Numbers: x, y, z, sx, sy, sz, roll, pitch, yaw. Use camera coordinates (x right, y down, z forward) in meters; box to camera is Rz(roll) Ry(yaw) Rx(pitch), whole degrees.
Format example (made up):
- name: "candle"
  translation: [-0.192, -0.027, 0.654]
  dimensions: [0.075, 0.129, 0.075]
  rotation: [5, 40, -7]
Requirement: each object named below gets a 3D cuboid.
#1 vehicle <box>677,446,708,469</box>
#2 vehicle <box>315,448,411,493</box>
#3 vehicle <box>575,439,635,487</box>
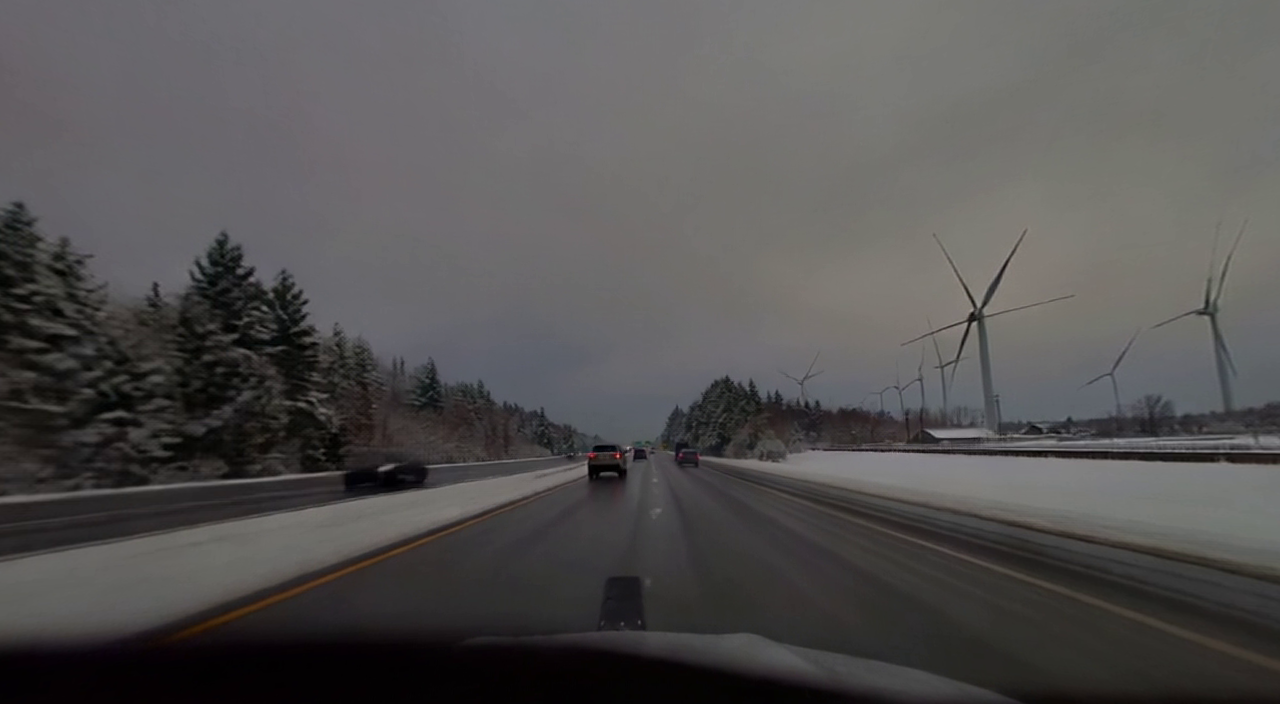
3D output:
- name: "vehicle"
  translation: [4.048, 8.269, 49.413]
  dimensions: [2.040, 1.721, 4.507]
  rotation: [0, -9, 1]
- name: "vehicle"
  translation: [-11.191, 4.799, 25.819]
  dimensions: [1.984, 1.657, 4.126]
  rotation: [0, -9, 1]
- name: "vehicle"
  translation: [-1.288, 4.385, 25.047]
  dimensions: [2.038, 1.723, 4.150]
  rotation: [0, -9, 1]
